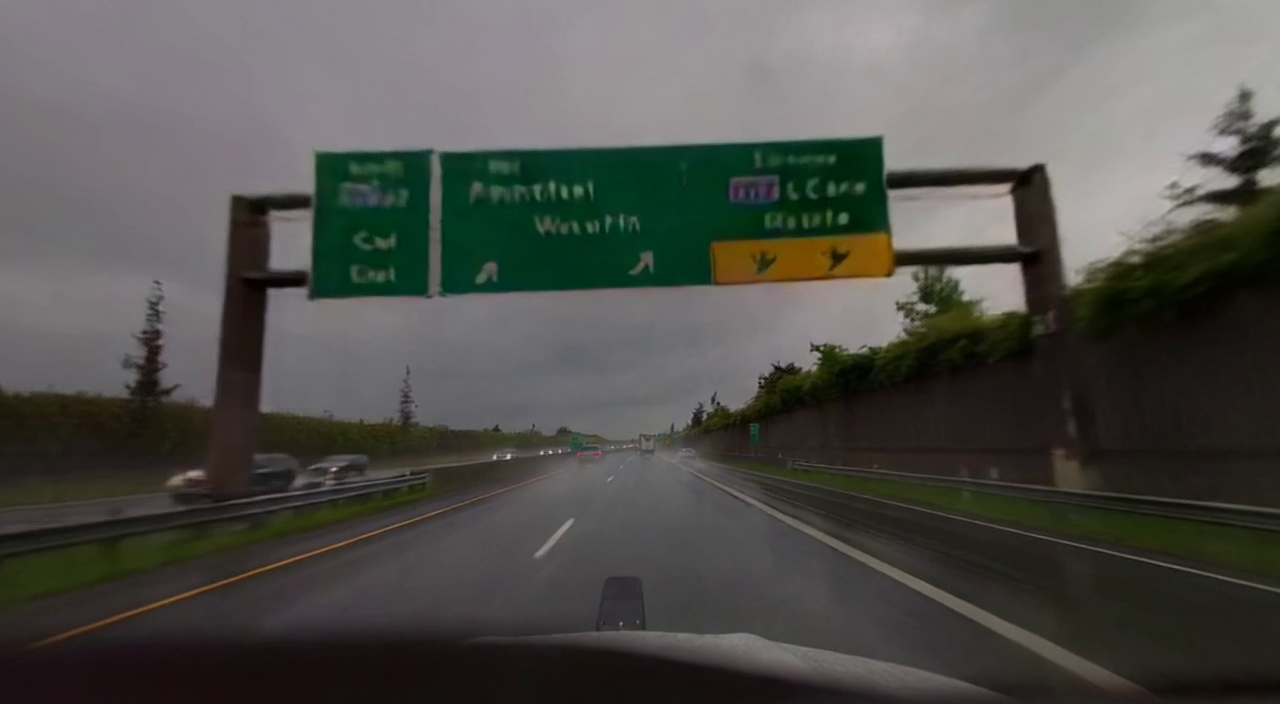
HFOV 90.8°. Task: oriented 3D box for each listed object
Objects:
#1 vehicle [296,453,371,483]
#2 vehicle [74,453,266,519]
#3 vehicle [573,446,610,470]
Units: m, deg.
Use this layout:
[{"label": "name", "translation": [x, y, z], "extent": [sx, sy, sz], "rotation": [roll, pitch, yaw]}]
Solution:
[{"label": "vehicle", "translation": [-15.877, 6.002, 32.911], "extent": [1.824, 1.471, 3.966], "rotation": [0, -9, 1]}, {"label": "vehicle", "translation": [-11.885, 3.368, 16.388], "extent": [1.802, 1.439, 4.099], "rotation": [0, -9, 0]}, {"label": "vehicle", "translation": [-3.077, 6.868, 41.115], "extent": [2.020, 1.475, 4.434], "rotation": [0, -9, 0]}]
